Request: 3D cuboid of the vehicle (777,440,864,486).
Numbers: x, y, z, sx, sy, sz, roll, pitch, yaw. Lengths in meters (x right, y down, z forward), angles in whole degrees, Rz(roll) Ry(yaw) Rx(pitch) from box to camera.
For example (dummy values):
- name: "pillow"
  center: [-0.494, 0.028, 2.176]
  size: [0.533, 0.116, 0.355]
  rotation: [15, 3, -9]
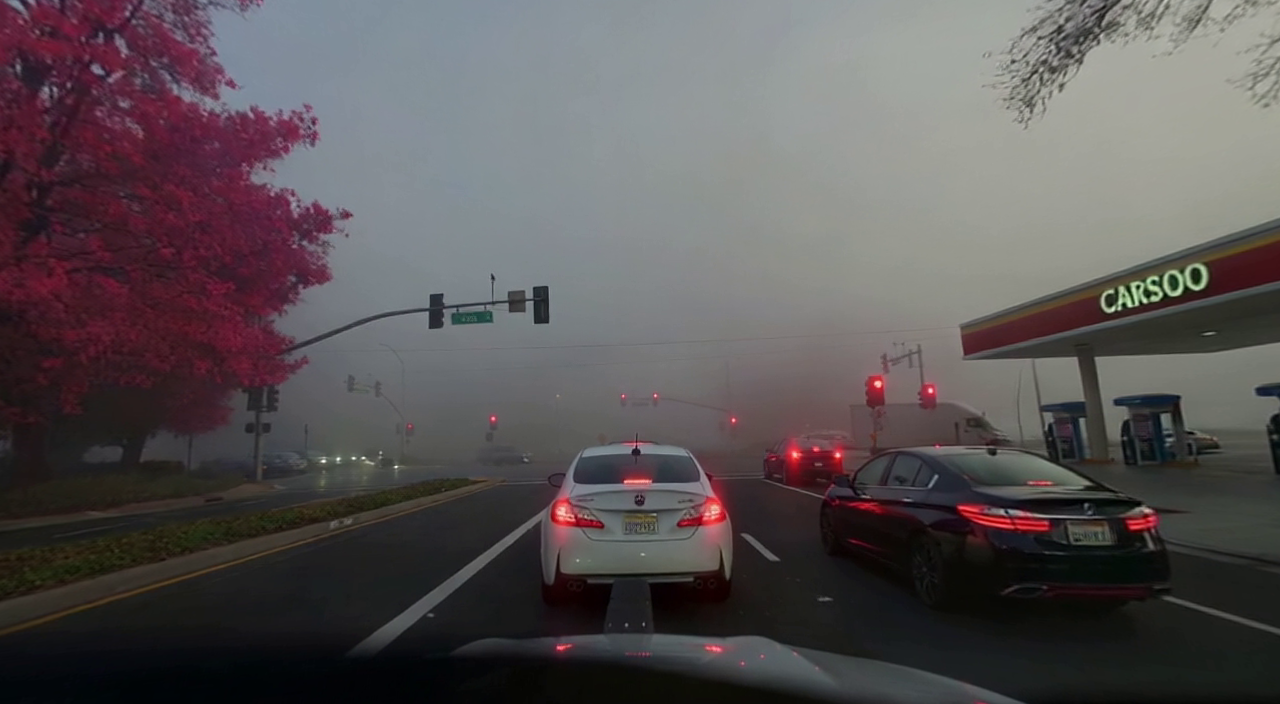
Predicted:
- name: "vehicle"
  center: [6.508, 4.041, 23.285]
  size: [1.942, 1.511, 4.390]
  rotation: [0, -8, 0]

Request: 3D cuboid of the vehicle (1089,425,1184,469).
- name: "vehicle"
  center: [18.584, 3.537, 23.533]
  size: [4.300, 1.495, 2.053]
  rotation: [8, -11, -43]

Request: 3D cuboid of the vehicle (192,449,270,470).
- name: "vehicle"
  center: [-29.536, 7.792, 45.561]
  size: [4.466, 1.438, 1.837]
  rotation: [-1, -8, 5]

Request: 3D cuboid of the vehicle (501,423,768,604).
- name: "vehicle"
  center: [-0.066, 1.643, 7.334]
  size: [2.213, 1.482, 4.057]
  rotation: [0, -8, -1]

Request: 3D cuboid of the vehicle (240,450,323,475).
- name: "vehicle"
  center: [-23.015, 7.069, 40.506]
  size: [4.609, 1.465, 1.944]
  rotation: [-3, -9, 17]

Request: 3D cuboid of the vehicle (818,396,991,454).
- name: "vehicle"
  center: [18.542, 5.330, 45.048]
  size: [10.890, 3.868, 3.021]
  rotation: [-3, -9, 19]

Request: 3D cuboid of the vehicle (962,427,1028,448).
- name: "vehicle"
  center: [27.238, 6.575, 48.399]
  size: [3.968, 1.572, 1.740]
  rotation: [0, -9, 3]
